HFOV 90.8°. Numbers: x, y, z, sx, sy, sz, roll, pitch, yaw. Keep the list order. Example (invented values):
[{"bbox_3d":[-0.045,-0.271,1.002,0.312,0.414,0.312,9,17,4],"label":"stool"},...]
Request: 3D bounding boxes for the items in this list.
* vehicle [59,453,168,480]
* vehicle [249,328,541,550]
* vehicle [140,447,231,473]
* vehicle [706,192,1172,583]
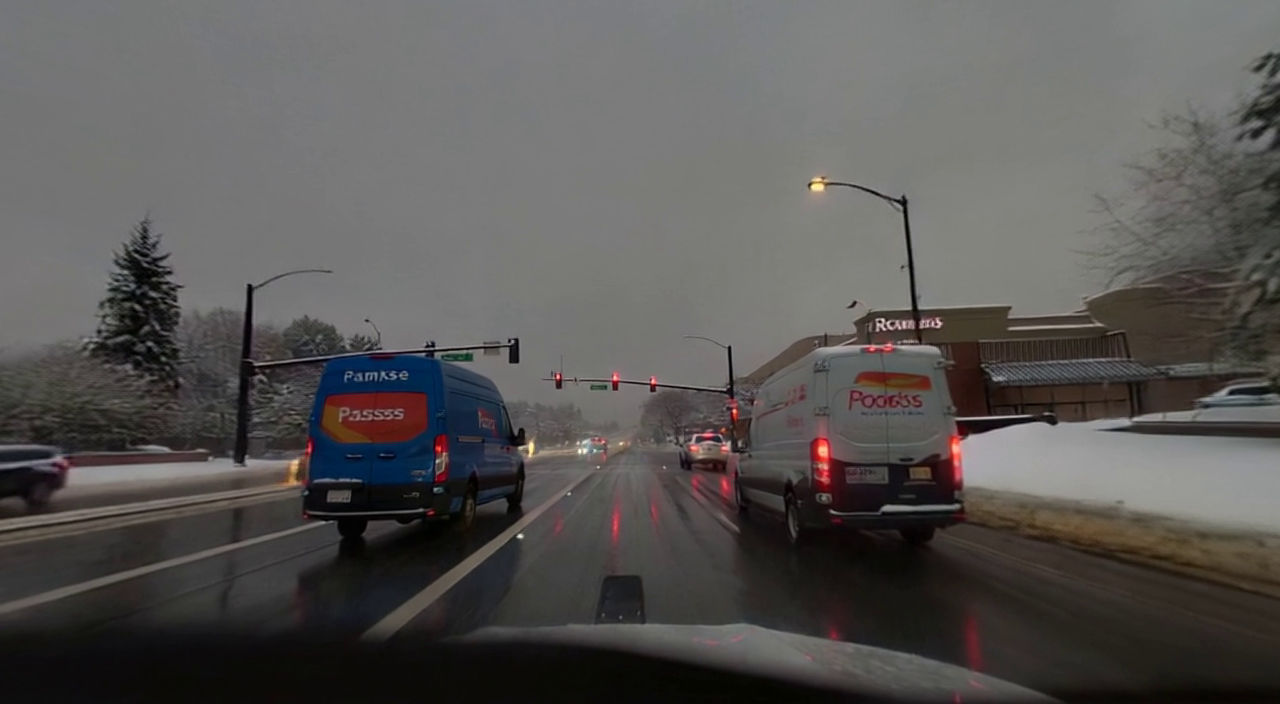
[{"bbox_3d":[-31.131,6.764,37.523,4.535,1.467,2.021,4,-9,-27],"label":"vehicle"},{"bbox_3d":[-3.592,1.567,11.272,2.443,2.784,6.493,0,-9,1],"label":"vehicle"},{"bbox_3d":[-31.092,7.405,43.381,4.811,1.675,1.875,5,-10,-30],"label":"vehicle"},{"bbox_3d":[3.113,0.977,10.576,2.861,3.525,9.858,0,-9,-1],"label":"vehicle"}]
